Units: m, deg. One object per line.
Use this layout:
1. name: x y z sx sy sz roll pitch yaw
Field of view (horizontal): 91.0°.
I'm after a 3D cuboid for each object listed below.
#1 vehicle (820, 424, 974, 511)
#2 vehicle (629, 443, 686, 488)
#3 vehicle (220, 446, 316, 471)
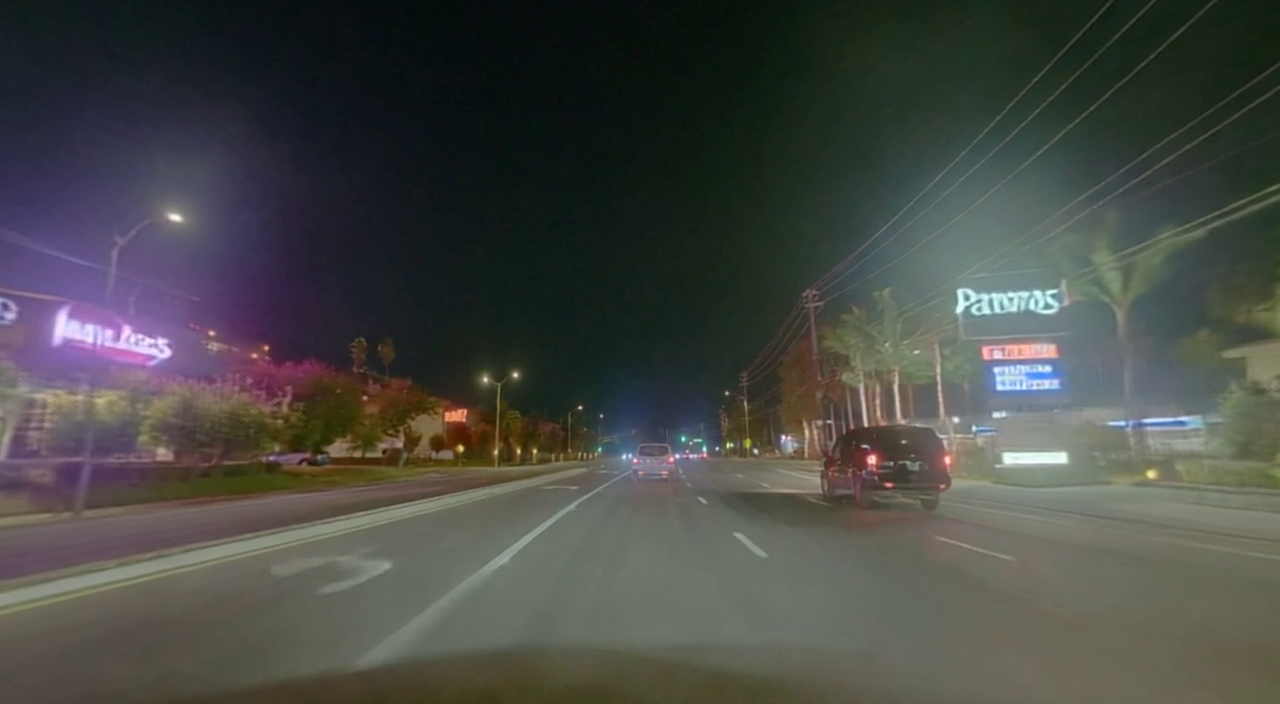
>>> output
1. vehicle: 6.378 2.930 16.319 2.107 1.928 4.471 0 -9 1
2. vehicle: 0.727 4.604 25.790 2.138 1.672 4.168 0 -9 2
3. vehicle: -23.765 6.799 40.298 4.942 1.557 2.032 -1 -9 7
